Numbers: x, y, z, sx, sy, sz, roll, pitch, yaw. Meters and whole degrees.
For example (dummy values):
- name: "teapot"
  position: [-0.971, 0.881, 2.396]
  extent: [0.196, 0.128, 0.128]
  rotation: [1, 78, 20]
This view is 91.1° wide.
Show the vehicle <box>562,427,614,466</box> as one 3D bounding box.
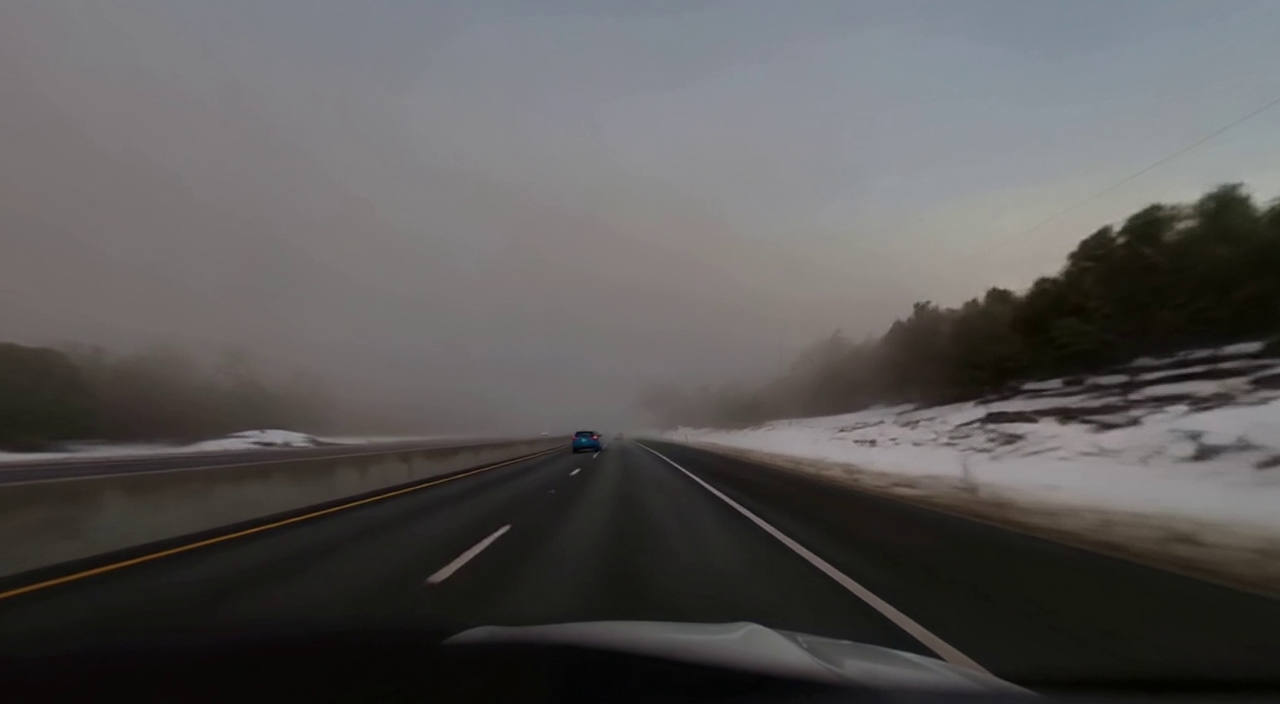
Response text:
- name: "vehicle"
  position: [-2.163, 4.081, 27.264]
  extent: [1.999, 1.536, 3.969]
  rotation: [0, -8, -1]
